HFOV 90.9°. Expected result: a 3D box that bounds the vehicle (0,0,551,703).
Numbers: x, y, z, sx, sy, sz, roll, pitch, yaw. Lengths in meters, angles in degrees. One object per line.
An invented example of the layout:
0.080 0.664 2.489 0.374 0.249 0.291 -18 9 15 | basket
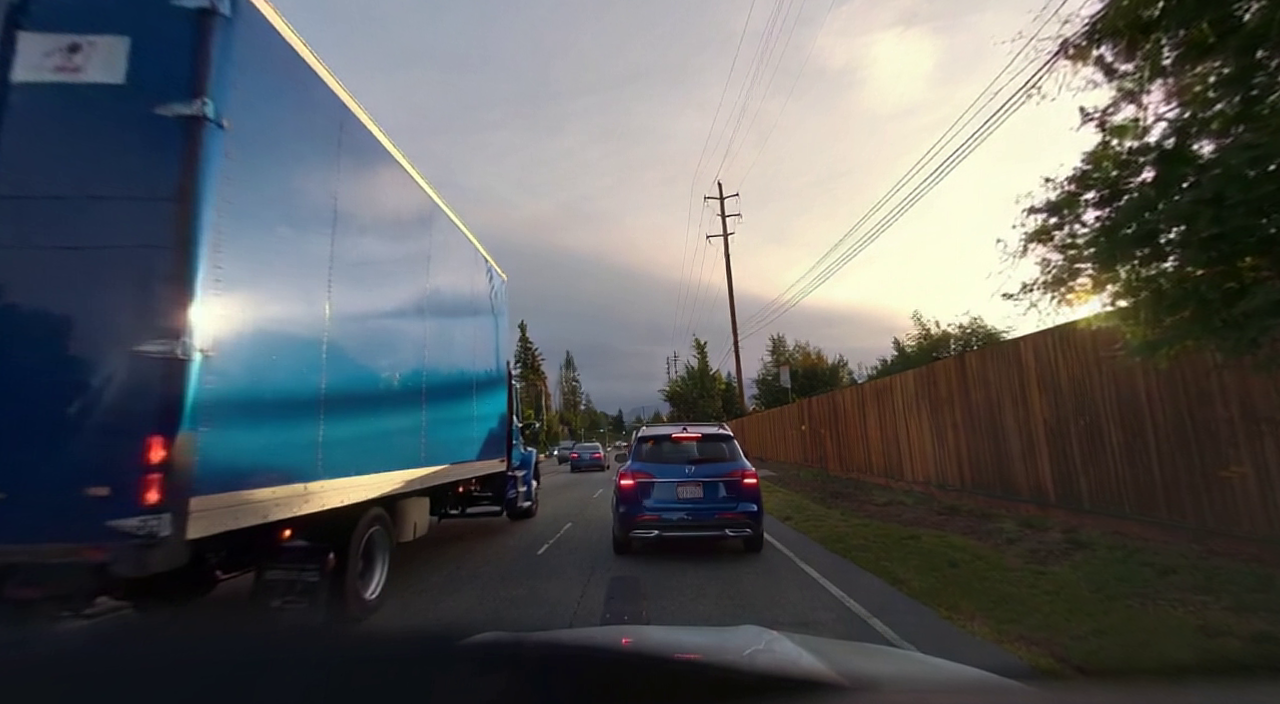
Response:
-3.121 0.533 6.473 2.928 3.658 8.980 0 -9 1 | vehicle

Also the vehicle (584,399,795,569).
0.481 1.674 8.654 2.174 1.749 4.113 0 -9 -1 | vehicle
